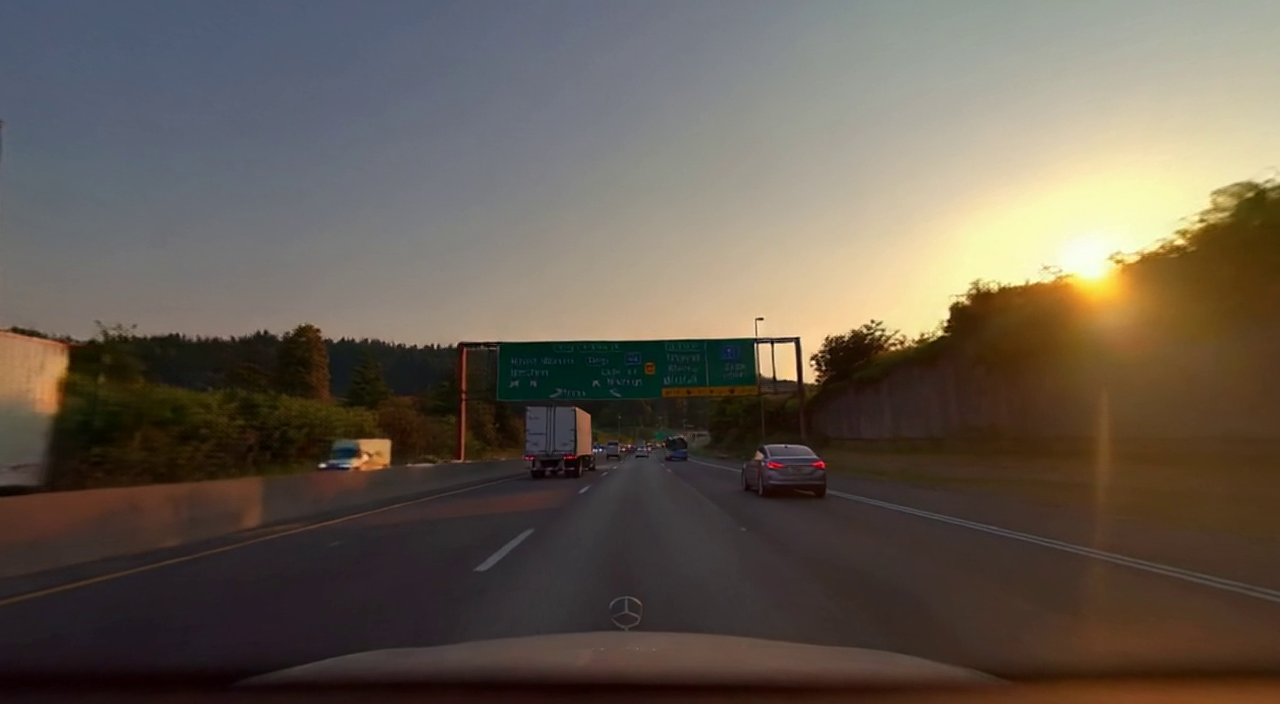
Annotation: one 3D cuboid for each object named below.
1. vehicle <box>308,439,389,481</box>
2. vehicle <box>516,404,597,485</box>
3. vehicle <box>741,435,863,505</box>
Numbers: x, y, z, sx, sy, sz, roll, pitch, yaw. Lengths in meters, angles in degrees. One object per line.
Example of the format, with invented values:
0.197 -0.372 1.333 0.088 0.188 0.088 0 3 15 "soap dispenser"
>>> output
-19.029 7.098 41.591 2.396 2.527 6.056 0 -9 0 "vehicle"
-3.569 4.200 28.564 2.667 3.195 6.731 0 -9 1 "vehicle"
3.973 2.983 16.259 1.983 1.545 4.038 0 -9 -1 "vehicle"
